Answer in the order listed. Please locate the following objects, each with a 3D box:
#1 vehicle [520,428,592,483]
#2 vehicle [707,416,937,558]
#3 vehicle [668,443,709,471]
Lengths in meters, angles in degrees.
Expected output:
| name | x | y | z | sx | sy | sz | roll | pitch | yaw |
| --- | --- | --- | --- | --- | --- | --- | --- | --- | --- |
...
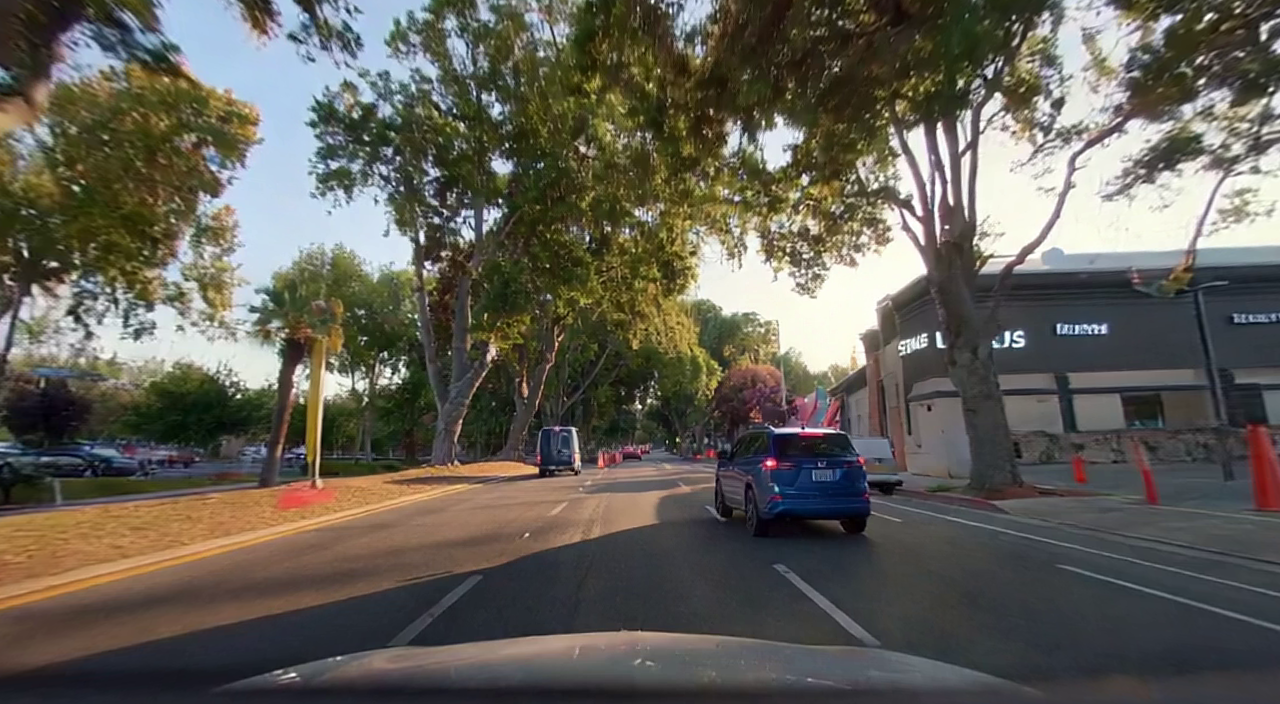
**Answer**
| name | x | y | z | sx | sy | sz | roll | pitch | yaw |
| --- | --- | --- | --- | --- | --- | --- | --- | --- | --- |
| vehicle | -3.373 | 4.334 | 26.706 | 2.357 | 2.063 | 5.488 | 0 | -9 | -1 |
| vehicle | 2.466 | 1.969 | 9.915 | 2.168 | 1.725 | 4.192 | 0 | -9 | -3 |
| vehicle | 2.799 | 6.204 | 37.545 | 1.953 | 1.509 | 4.186 | 0 | -9 | -2 |
